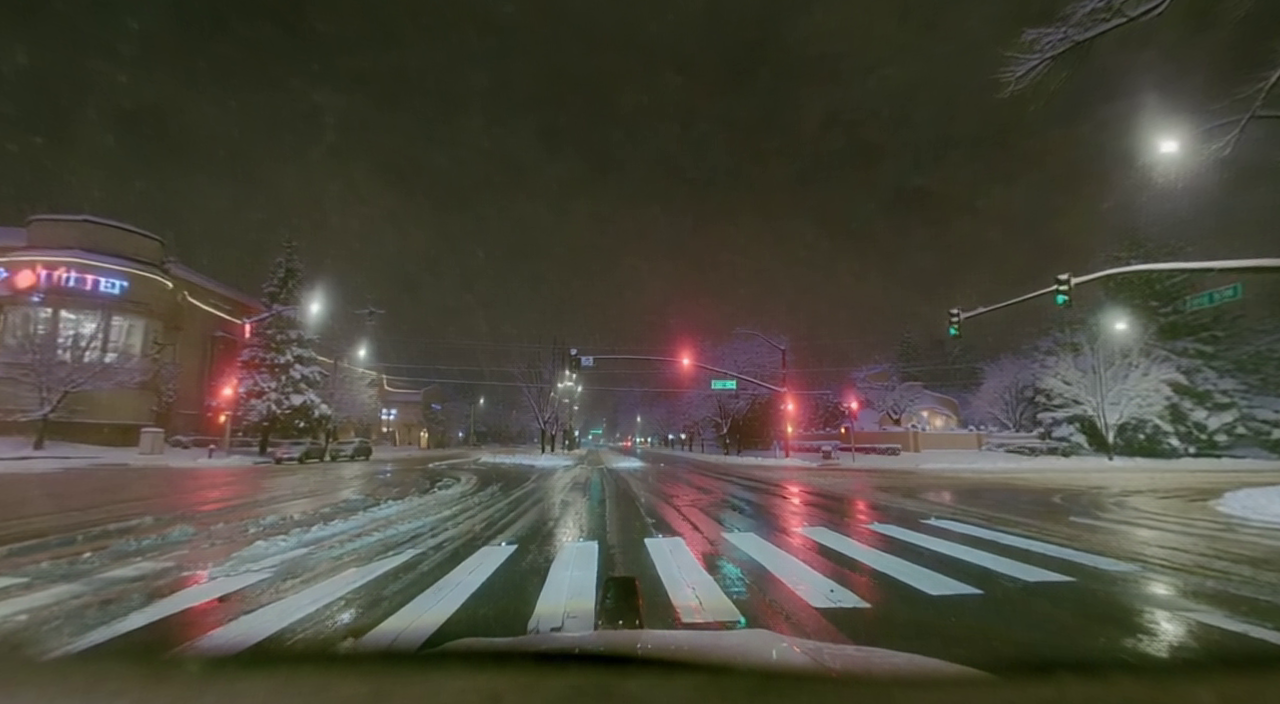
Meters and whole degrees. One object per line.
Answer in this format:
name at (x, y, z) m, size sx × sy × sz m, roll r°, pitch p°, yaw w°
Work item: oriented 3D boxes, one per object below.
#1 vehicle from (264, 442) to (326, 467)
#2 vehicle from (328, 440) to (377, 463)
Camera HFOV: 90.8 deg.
vehicle at (-21.841, 6.477, 40.162) m, size 2.005 × 1.496 × 4.020 m, roll 1°, pitch -9°, yaw -6°
vehicle at (-22.517, 7.827, 49.744) m, size 2.023 × 1.706 × 4.756 m, roll 1°, pitch -8°, yaw -6°
